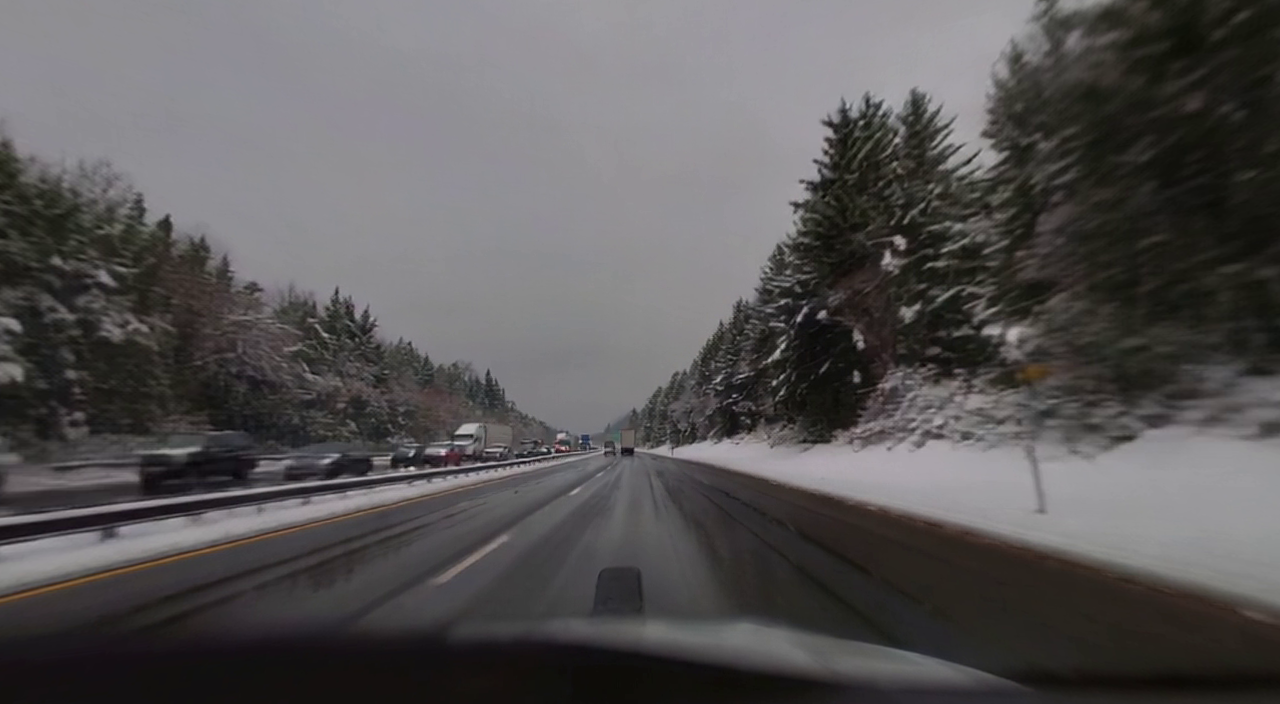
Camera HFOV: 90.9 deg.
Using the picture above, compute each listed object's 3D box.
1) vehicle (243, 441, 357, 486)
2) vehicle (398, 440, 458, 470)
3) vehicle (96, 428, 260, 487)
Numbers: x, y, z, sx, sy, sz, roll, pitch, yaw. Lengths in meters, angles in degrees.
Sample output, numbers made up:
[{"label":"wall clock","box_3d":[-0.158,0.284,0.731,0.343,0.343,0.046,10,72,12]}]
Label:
[{"label":"vehicle","box_3d":[-12.431,4.085,23.386,1.887,1.507,4.030,0,-9,1]},{"label":"vehicle","box_3d":[-12.827,6.261,38.429,2.007,1.684,4.613,0,-9,0]},{"label":"vehicle","box_3d":[-16.872,3.896,23.510,2.077,1.953,5.305,0,-9,0]}]
